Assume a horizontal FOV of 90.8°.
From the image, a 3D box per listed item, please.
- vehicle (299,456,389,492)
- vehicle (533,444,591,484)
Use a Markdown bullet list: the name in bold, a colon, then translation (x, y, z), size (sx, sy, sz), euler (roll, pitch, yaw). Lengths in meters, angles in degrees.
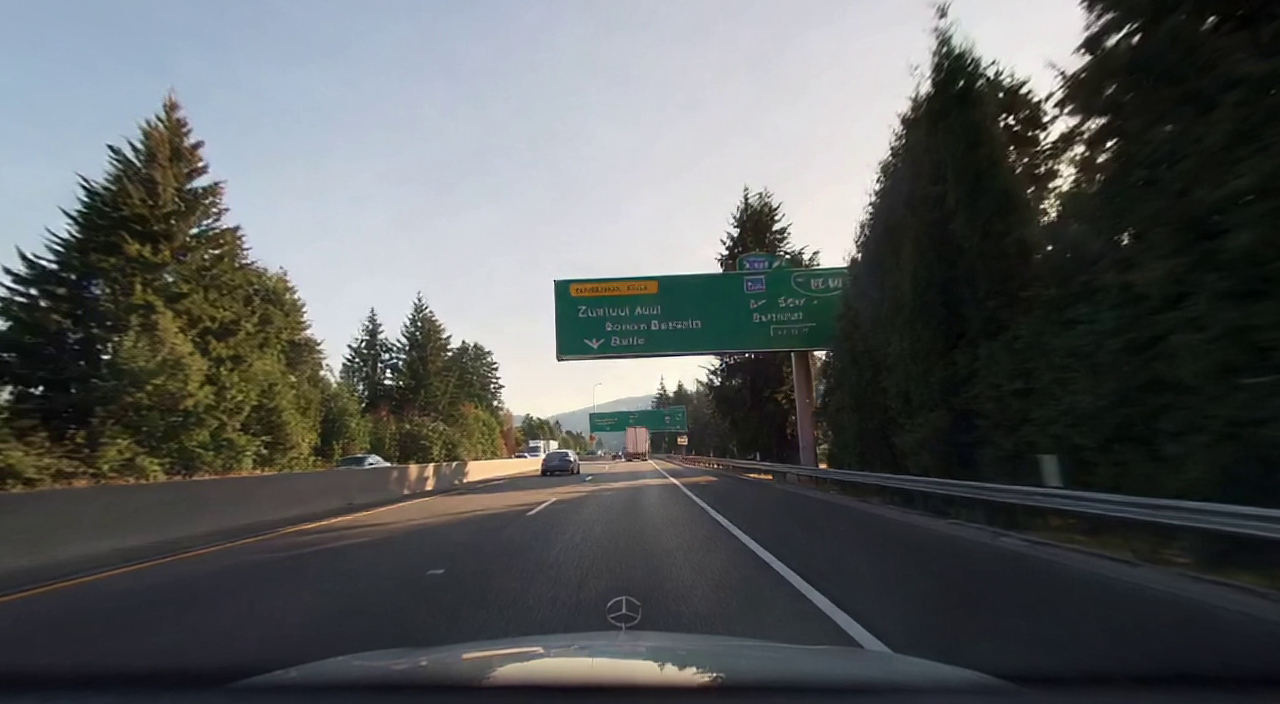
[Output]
- **vehicle**: translation (-13.038, 5.365, 28.129), size (1.806, 1.426, 4.451), euler (0, -9, 1)
- **vehicle**: translation (-3.495, 5.152, 29.210), size (2.081, 1.682, 4.425), euler (0, -9, 1)
